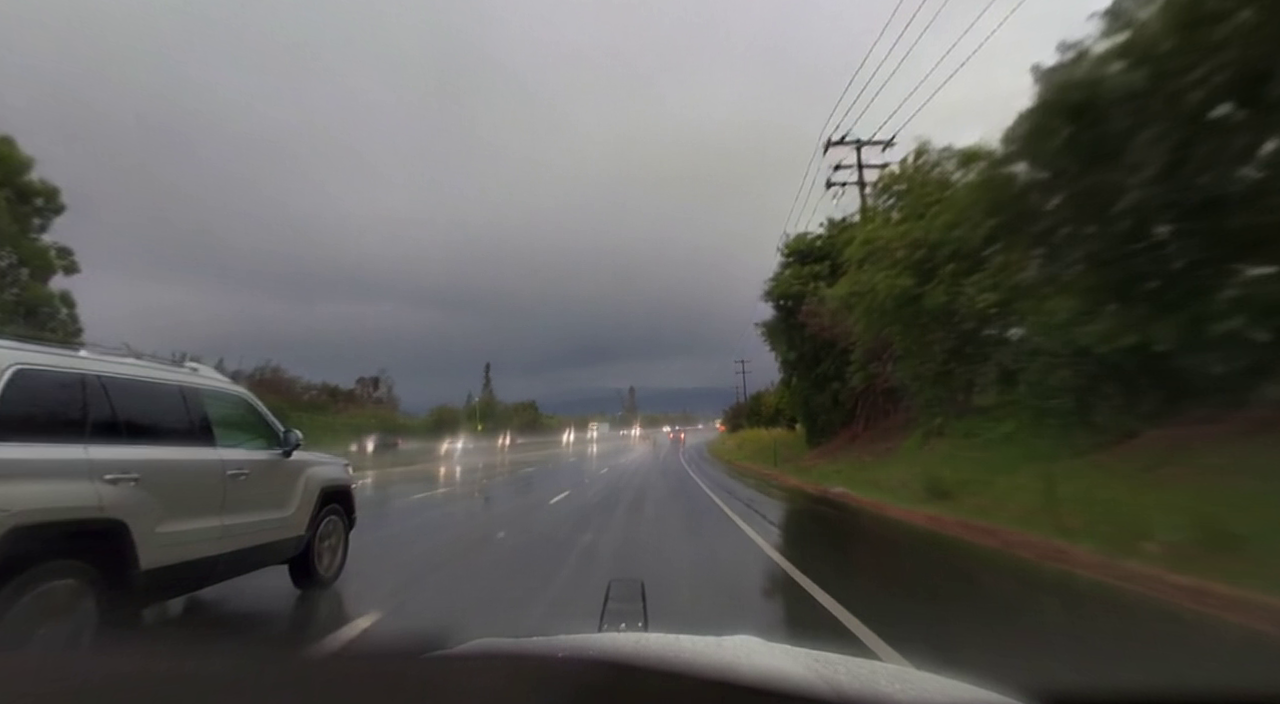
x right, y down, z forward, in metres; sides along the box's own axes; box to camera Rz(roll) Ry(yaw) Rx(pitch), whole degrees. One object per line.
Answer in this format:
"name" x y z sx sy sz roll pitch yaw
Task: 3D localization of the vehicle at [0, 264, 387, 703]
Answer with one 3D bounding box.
"vehicle" -3.586 0.797 3.533 2.136 1.975 5.037 0 -8 1
